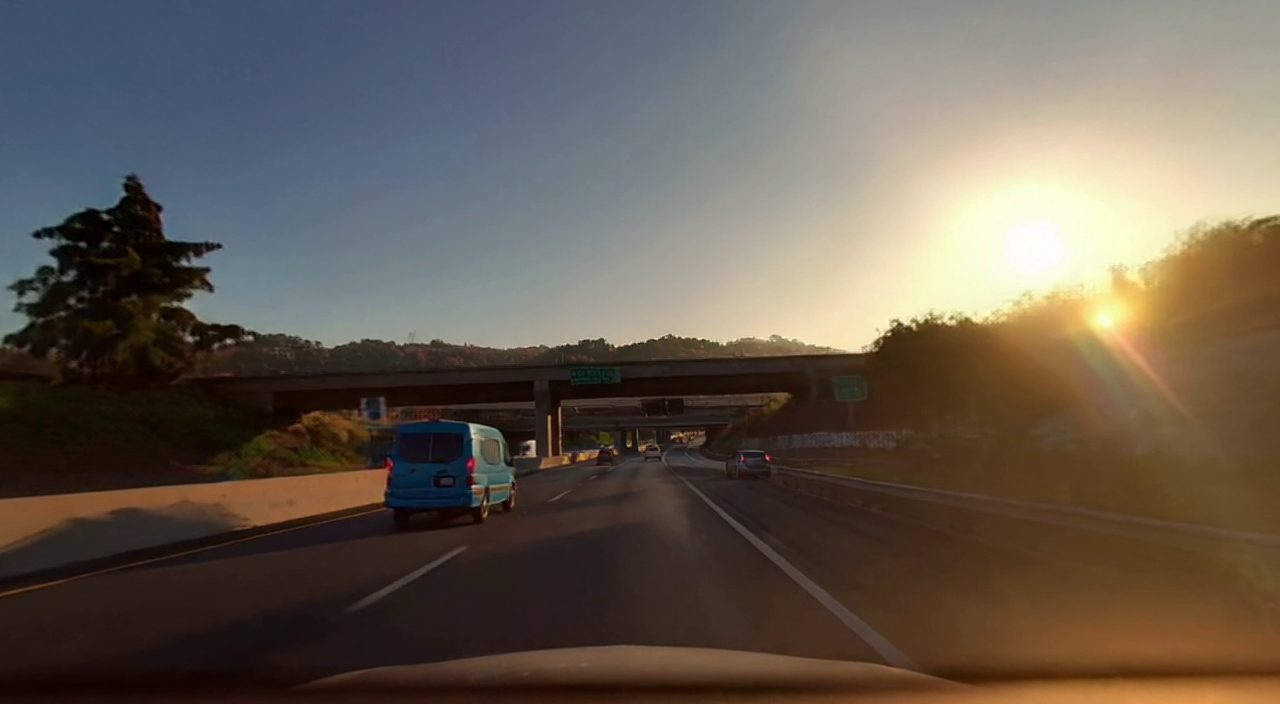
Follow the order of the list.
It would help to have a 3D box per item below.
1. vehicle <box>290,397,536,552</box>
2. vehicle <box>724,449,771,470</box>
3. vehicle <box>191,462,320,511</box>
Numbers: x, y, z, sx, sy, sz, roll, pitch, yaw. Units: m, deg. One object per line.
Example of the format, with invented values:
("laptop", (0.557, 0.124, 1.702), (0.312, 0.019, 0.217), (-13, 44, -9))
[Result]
("vehicle", (-3.425, 1.996, 10.940), (2.310, 2.030, 5.094), (0, -9, 1))
("vehicle", (8.056, 8.068, 47.526), (1.972, 1.492, 4.623), (1, -9, -11))
("vehicle", (-13.105, 4.579, 21.826), (1.895, 1.421, 3.964), (0, -9, 1))
